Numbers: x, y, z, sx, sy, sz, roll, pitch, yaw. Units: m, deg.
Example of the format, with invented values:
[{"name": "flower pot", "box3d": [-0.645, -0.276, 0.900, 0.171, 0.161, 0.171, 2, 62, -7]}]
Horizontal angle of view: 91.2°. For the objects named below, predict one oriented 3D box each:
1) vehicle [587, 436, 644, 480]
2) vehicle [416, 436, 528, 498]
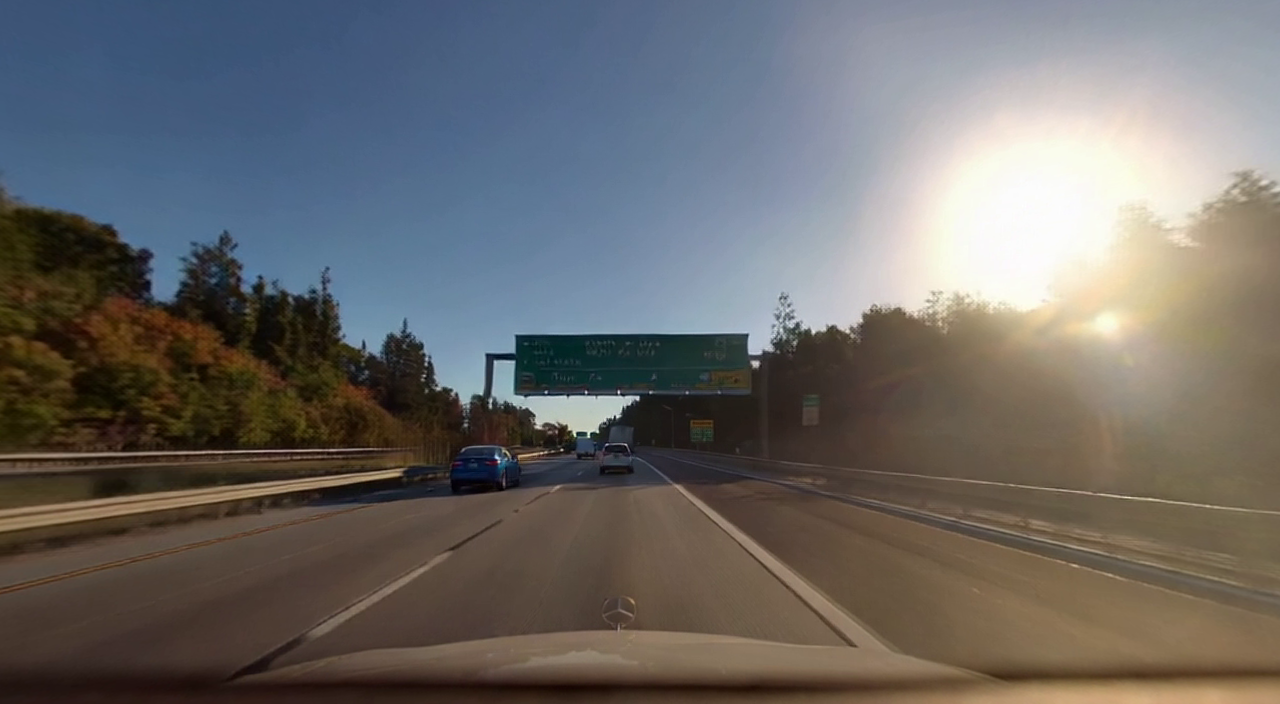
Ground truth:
[{"name": "vehicle", "box3d": [-1.007, 4.480, 26.715, 2.220, 1.711, 4.056, 0, -9, -1]}, {"name": "vehicle", "box3d": [-4.848, 3.384, 18.879, 2.103, 1.588, 4.709, -1, -9, 0]}]
